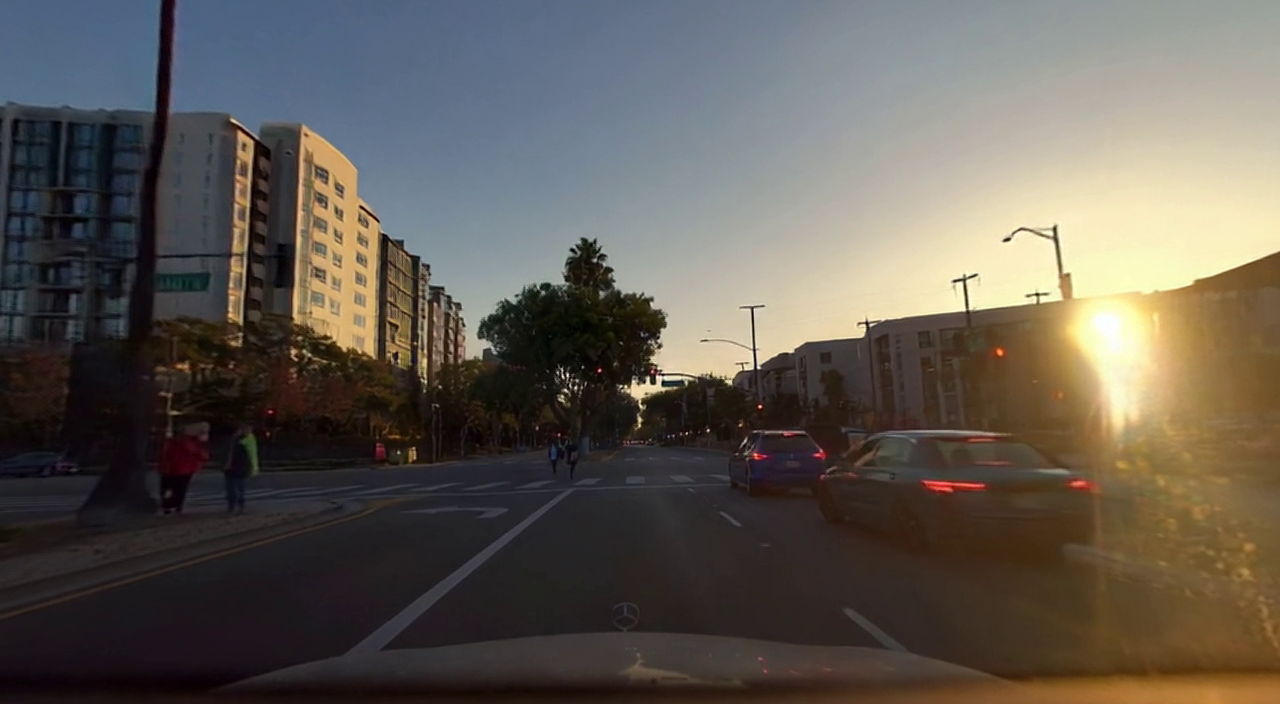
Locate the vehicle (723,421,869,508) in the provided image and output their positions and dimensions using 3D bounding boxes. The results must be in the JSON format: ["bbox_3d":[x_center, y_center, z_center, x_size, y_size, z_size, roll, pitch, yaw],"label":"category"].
[{"bbox_3d":[3.242,2.450,14.117,2.060,1.631,4.169,0,-9,-2],"label":"vehicle"}]

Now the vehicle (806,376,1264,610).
[{"bbox_3d":[3.628,1.414,7.230,2.060,1.756,4.770,0,-9,-1],"label":"vehicle"}]
